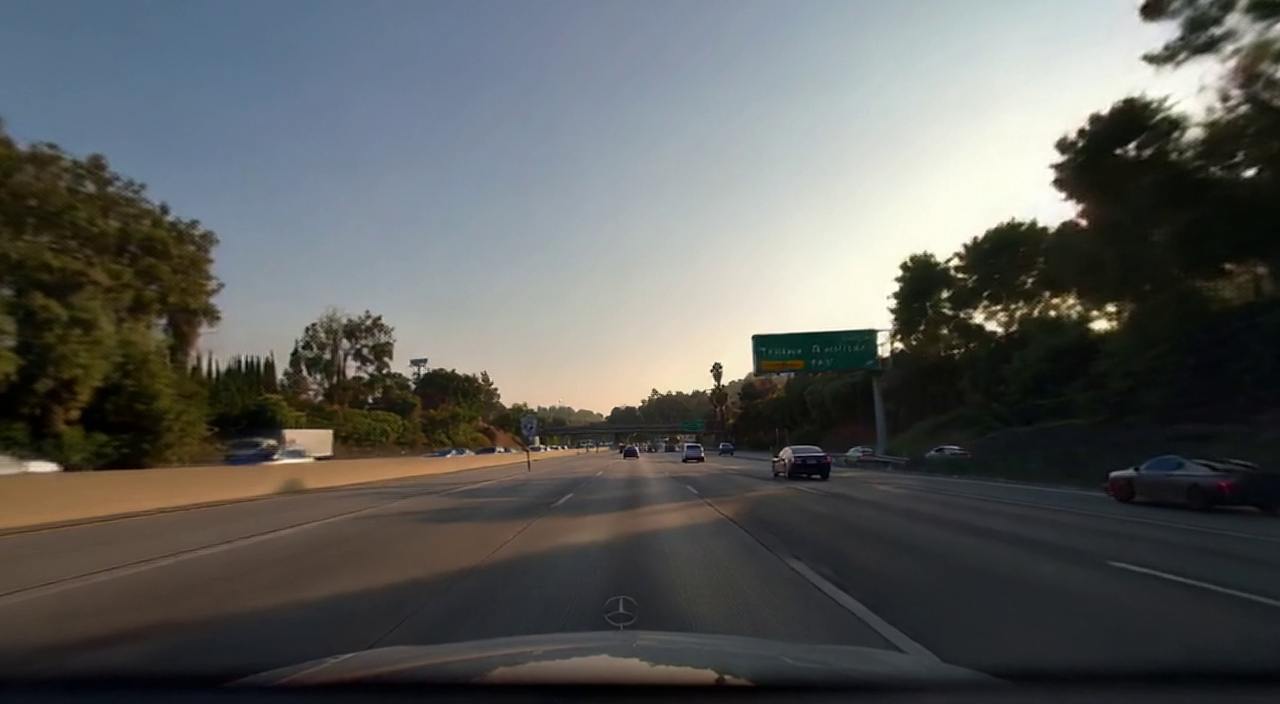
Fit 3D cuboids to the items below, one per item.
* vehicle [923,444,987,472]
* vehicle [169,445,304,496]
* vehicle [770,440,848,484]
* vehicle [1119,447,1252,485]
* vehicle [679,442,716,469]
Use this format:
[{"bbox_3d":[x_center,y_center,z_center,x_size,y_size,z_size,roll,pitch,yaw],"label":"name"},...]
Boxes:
[{"bbox_3d":[20.165,6.778,40.526,1.887,1.642,4.592,0,-9,3],"label":"vehicle"},{"bbox_3d":[-15.166,4.430,24.040,2.023,1.715,4.559,0,-8,2],"label":"vehicle"},{"bbox_3d":[6.760,4.416,25.674,1.902,1.623,4.360,0,-8,-1],"label":"vehicle"},{"bbox_3d":[23.470,4.887,27.366,1.774,1.457,4.653,0,-9,3],"label":"vehicle"},{"bbox_3d":[3.717,6.777,41.440,2.035,1.704,3.867,0,-8,-1],"label":"vehicle"}]
